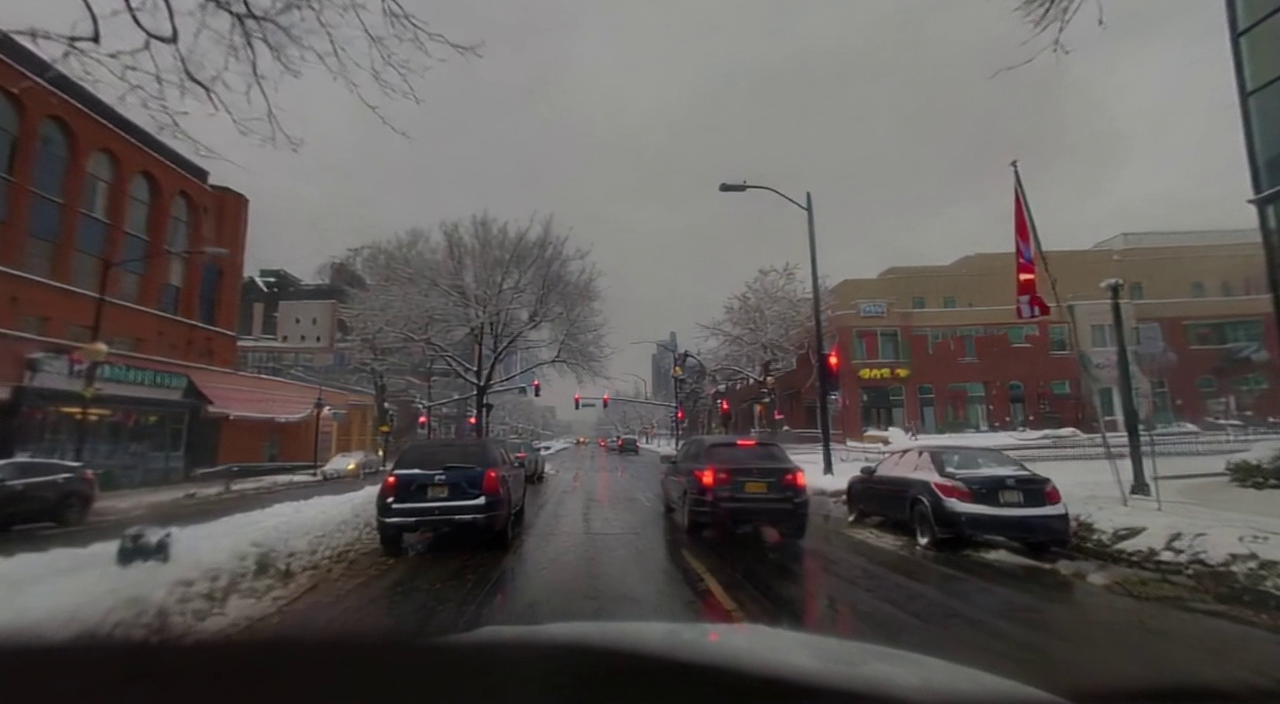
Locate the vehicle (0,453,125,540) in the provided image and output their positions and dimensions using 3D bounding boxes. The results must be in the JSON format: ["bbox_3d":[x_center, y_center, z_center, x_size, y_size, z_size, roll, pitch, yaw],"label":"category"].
[{"bbox_3d":[-14.055,3.098,13.800,2.000,1.708,4.494,1,-8,-5],"label":"vehicle"}]

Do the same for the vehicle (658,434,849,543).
[{"bbox_3d":[1.635,2.206,10.951,2.150,1.464,4.467,1,-8,-5],"label":"vehicle"}]

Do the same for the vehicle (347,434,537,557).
[{"bbox_3d":[-2.837,2.053,9.915,2.169,1.427,4.531,2,-9,-12],"label":"vehicle"}]

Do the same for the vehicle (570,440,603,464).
[{"bbox_3d":[-3.620,6.674,42.263,2.102,1.521,4.078,1,-8,-5],"label":"vehicle"}]

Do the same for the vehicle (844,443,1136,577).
[{"bbox_3d":[4.815,2.170,9.481,1.986,1.555,3.879,0,-8,-3],"label":"vehicle"}]
